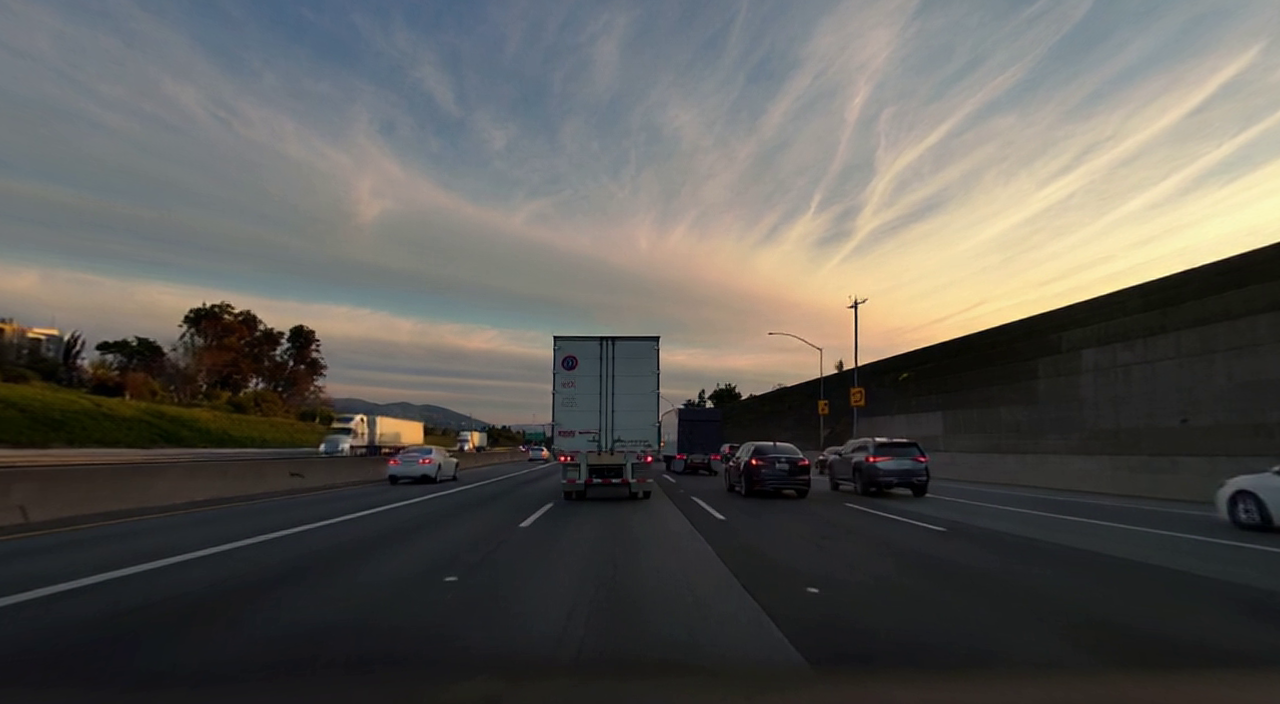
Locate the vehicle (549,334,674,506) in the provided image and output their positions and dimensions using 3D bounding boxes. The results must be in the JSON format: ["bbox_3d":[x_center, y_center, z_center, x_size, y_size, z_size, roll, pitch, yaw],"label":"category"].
[{"bbox_3d":[-0.697,2.377,20.243,2.906,4.040,10.743,0,-9,0],"label":"vehicle"}]

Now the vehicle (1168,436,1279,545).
[{"bbox_3d":[9.762,1.765,7.828,2.002,1.472,4.950,0,-9,-3],"label":"vehicle"}]

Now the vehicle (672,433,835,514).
[{"bbox_3d":[3.113,4.068,22.684,2.869,1.940,14.755,0,-9,-1],"label":"vehicle"}]

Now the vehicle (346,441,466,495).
[{"bbox_3d":[-7.180,3.596,20.003,1.973,1.471,4.779,0,-9,0],"label":"vehicle"}]

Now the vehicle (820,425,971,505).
[{"bbox_3d":[6.792,3.060,17.456,2.070,1.888,4.546,0,-9,-2],"label":"vehicle"}]
